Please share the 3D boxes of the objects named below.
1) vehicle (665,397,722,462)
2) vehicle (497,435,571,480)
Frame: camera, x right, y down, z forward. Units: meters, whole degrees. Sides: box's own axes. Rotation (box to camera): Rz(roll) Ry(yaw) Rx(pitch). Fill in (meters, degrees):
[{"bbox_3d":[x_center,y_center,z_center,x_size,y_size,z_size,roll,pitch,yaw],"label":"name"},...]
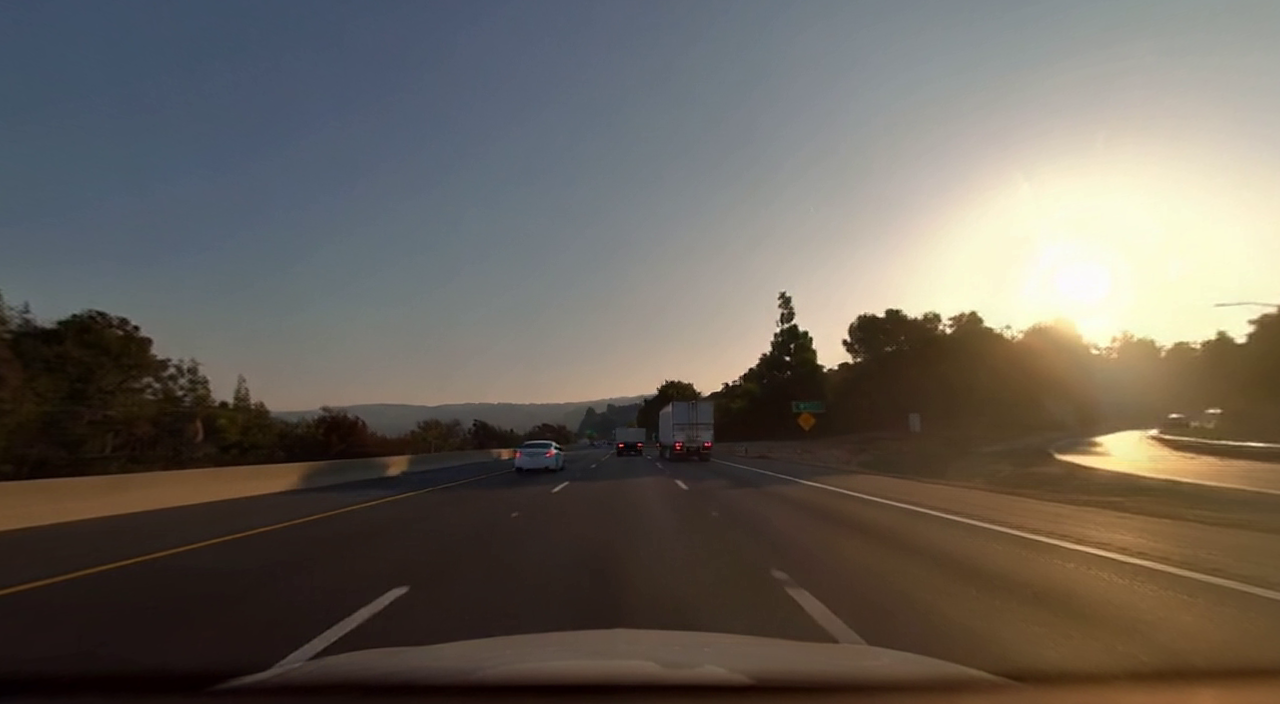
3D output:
[{"bbox_3d":[3.562,5.596,44.681,2.997,3.983,10.860,1,-8,0],"label":"vehicle"},{"bbox_3d":[-3.961,4.026,24.289,2.111,1.536,4.270,0,-8,0],"label":"vehicle"}]
